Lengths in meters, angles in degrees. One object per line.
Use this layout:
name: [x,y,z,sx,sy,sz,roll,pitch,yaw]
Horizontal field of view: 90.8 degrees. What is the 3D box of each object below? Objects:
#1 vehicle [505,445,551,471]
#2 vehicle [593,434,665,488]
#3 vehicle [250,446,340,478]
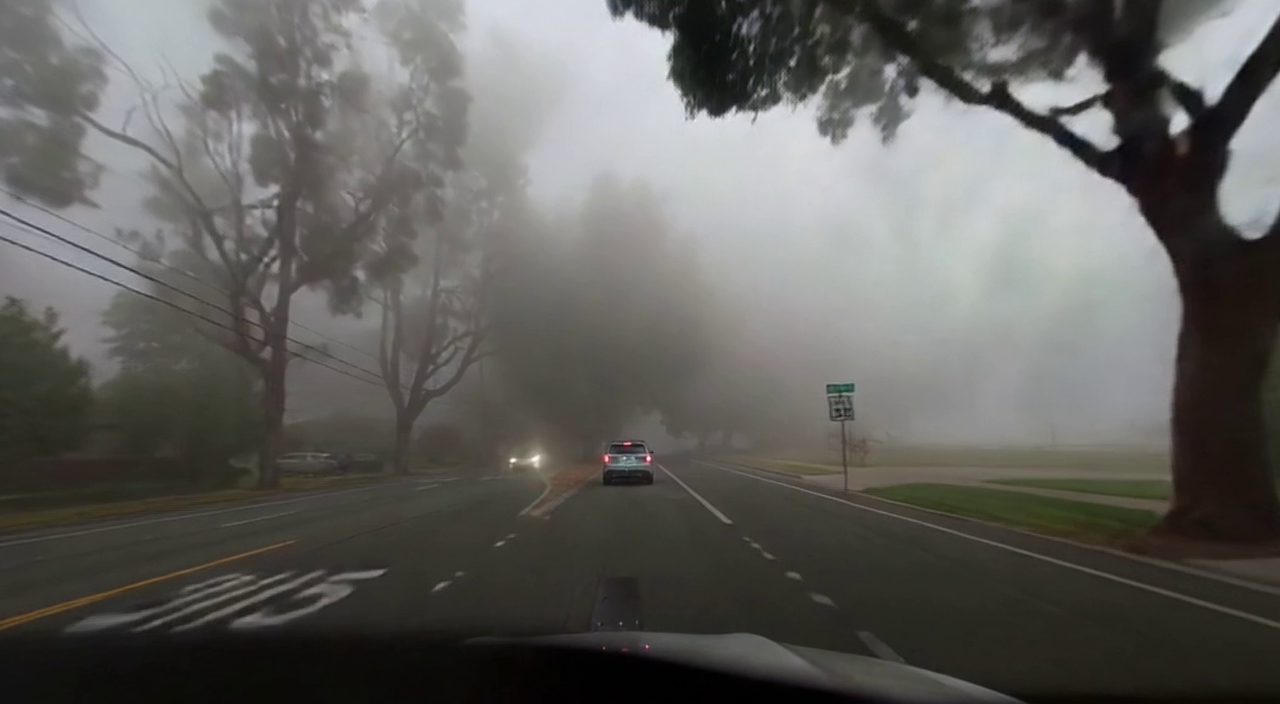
vehicle: [-6.571,6.262,37.558,1.907,1.471,4.455,0,-8,0]
vehicle: [-0.333,3.607,21.240,2.181,1.639,4.127,0,-8,0]
vehicle: [-21.615,6.863,39.710,4.470,1.917,1.932,0,-8,3]
